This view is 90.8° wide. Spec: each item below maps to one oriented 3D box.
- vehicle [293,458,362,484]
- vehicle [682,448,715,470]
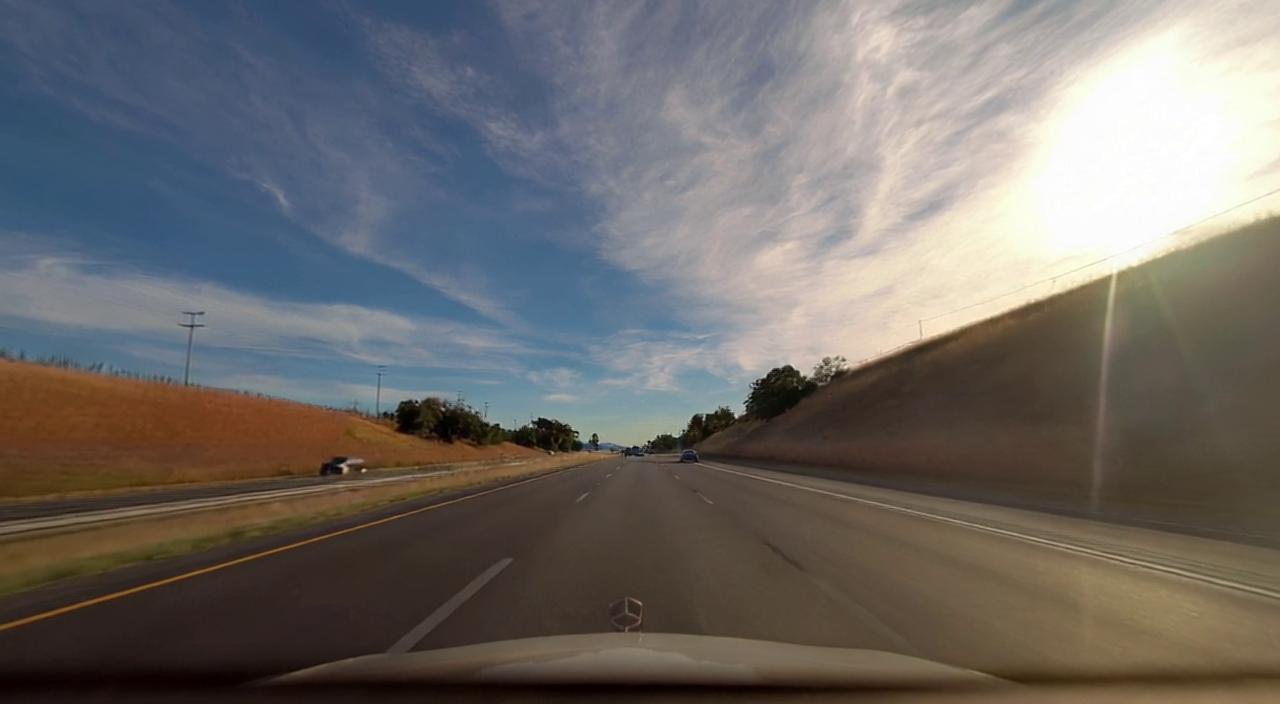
[{"bbox_3d":[-19.874,7.569,40.355,1.992,1.434,4.625,0,-9,1],"label":"vehicle"},{"bbox_3d":[4.216,7.803,46.150,1.934,1.498,3.838,0,-9,-2],"label":"vehicle"}]
